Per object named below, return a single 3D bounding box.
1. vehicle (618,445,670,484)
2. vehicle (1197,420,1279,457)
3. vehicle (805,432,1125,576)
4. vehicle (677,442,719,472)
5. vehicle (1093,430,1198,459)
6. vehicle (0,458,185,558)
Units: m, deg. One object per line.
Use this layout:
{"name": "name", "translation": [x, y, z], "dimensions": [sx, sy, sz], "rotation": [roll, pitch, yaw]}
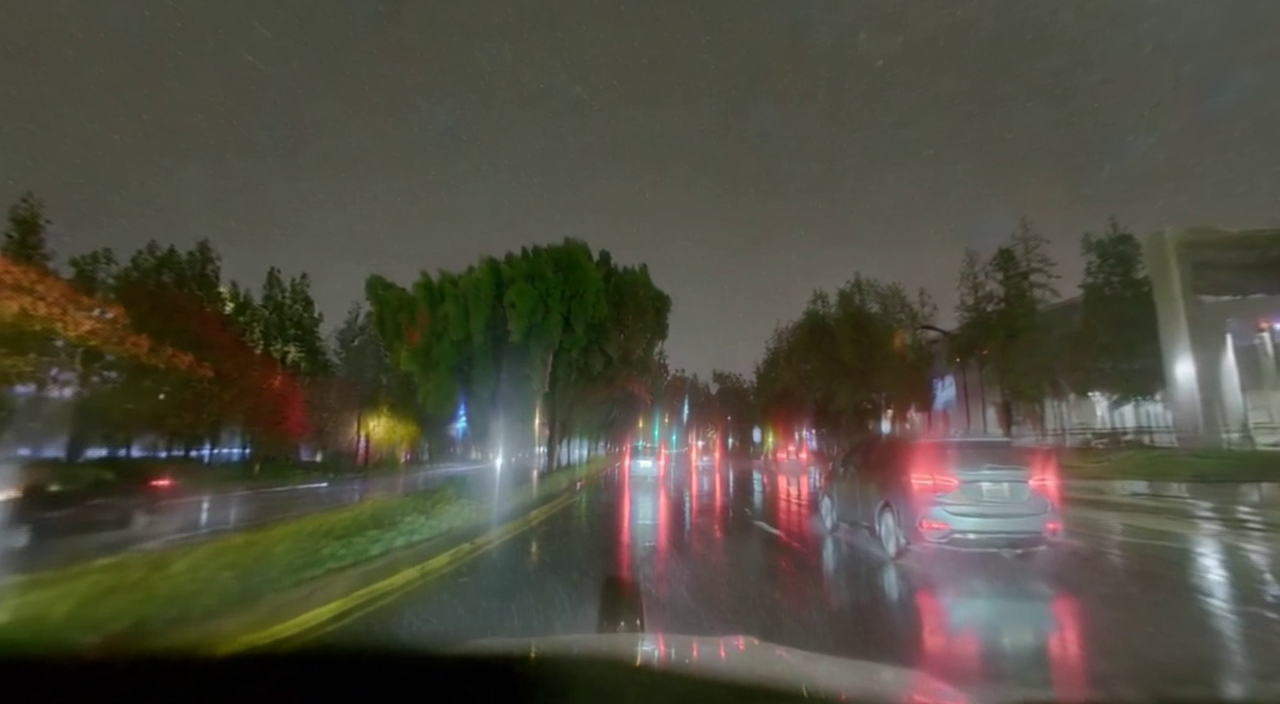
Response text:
{"name": "vehicle", "translation": [0.176, 4.705, 26.716], "dimensions": [2.034, 1.500, 3.966], "rotation": [0, -8, 0]}
{"name": "vehicle", "translation": [33.400, 4.708, 34.435], "dimensions": [4.199, 1.772, 1.904], "rotation": [-2, -9, -3]}
{"name": "vehicle", "translation": [3.963, 1.906, 8.820], "dimensions": [2.049, 1.473, 4.425], "rotation": [0, -8, -1]}
{"name": "vehicle", "translation": [3.570, 6.579, 39.762], "dimensions": [2.107, 1.773, 4.557], "rotation": [0, -8, -2]}
{"name": "vehicle", "translation": [27.520, 5.057, 34.633], "dimensions": [1.963, 1.480, 4.661], "rotation": [0, -8, 0]}
{"name": "vehicle", "translation": [-10.928, 2.692, 11.331], "dimensions": [2.043, 1.456, 4.627], "rotation": [0, -8, 0]}
